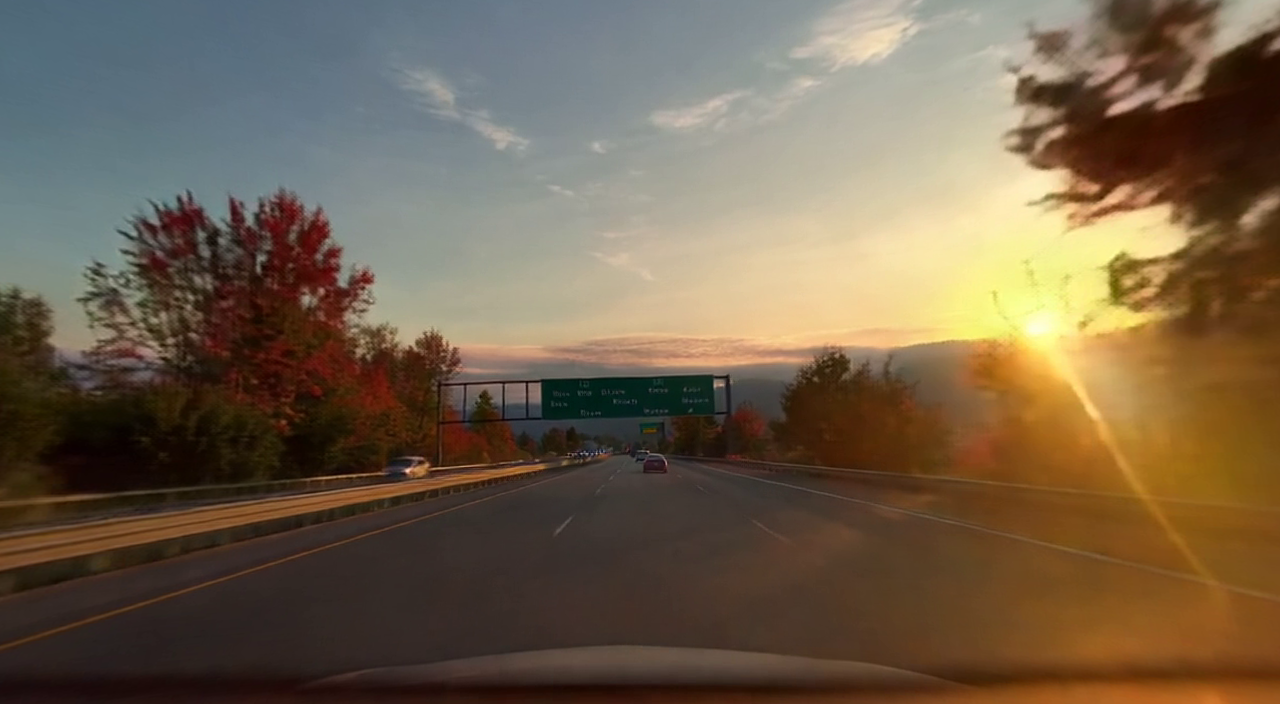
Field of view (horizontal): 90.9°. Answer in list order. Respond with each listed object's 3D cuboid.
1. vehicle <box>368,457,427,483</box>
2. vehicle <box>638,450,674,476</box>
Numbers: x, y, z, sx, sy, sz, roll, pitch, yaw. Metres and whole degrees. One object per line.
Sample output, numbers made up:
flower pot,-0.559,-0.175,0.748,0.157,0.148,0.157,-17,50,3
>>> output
vehicle,-17.180,8.374,44.959,2.335,1.694,4.933,0,-9,-1
vehicle,0.917,6.706,38.290,2.036,1.457,3.471,0,-9,-1
